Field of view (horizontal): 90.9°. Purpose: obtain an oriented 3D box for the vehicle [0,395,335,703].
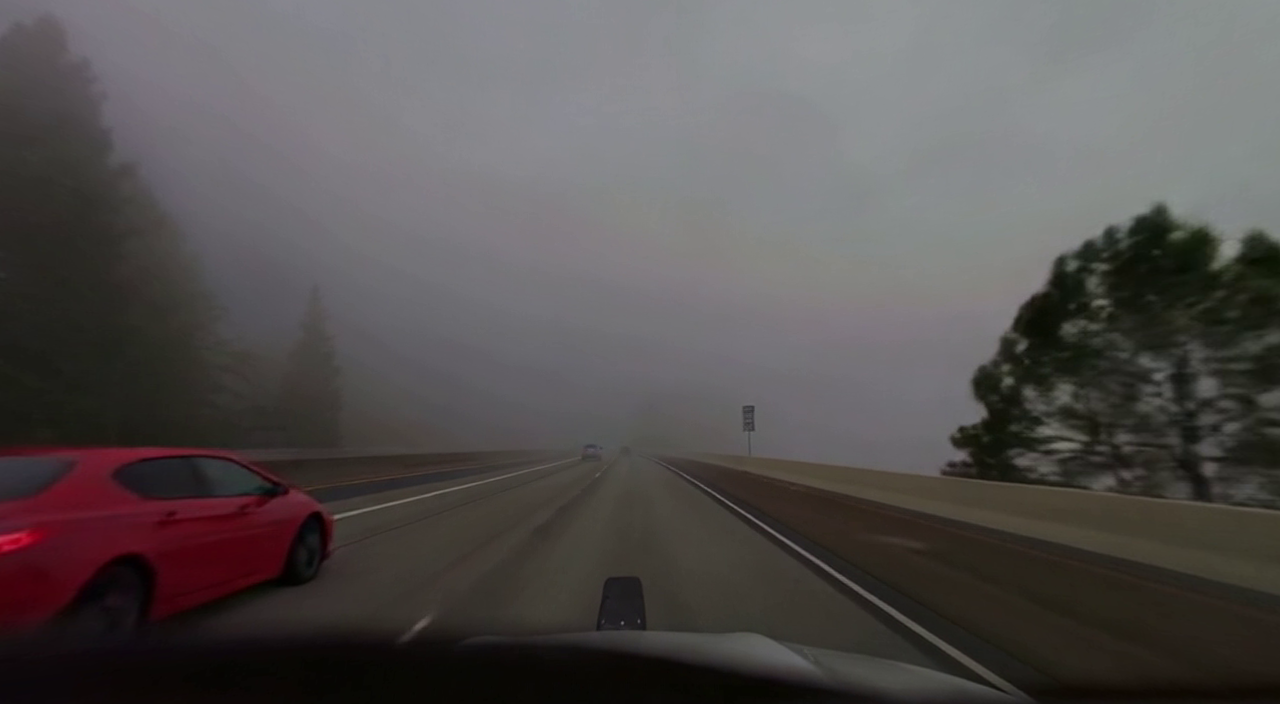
[{"bbox_3d":[-4.034,1.107,3.847,2.017,1.522,4.569,0,-9,0],"label":"vehicle"}]
